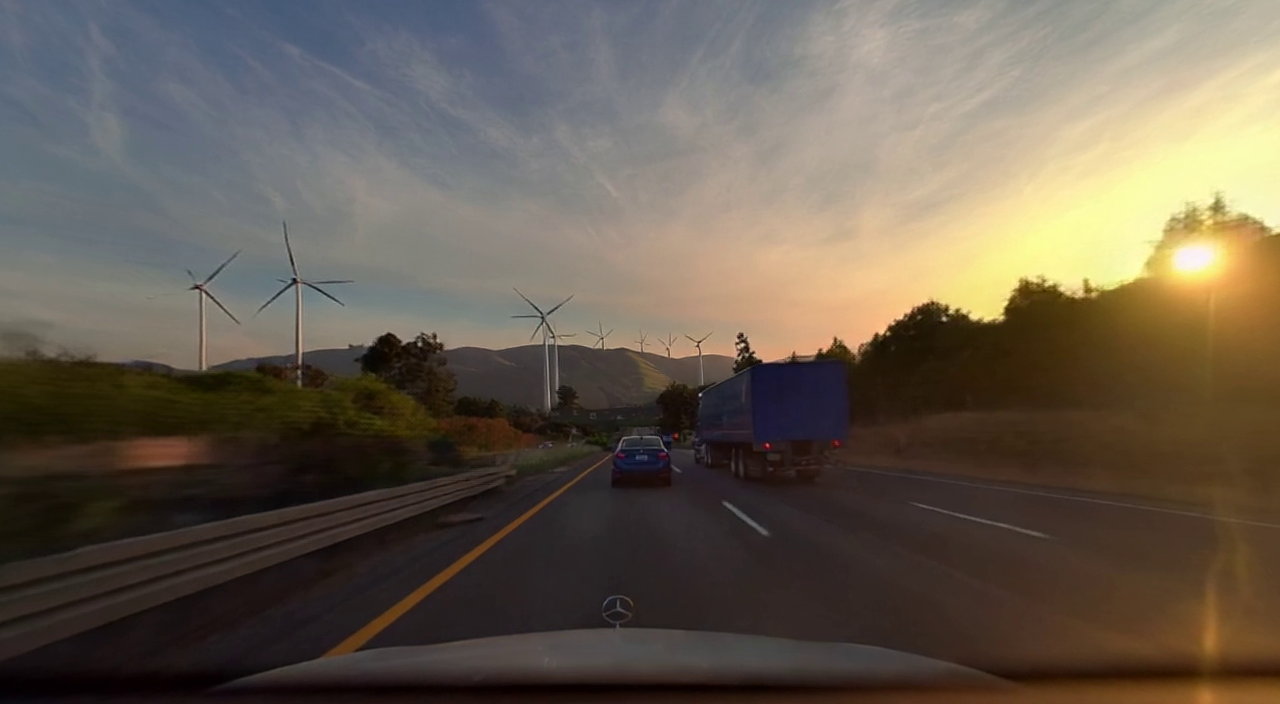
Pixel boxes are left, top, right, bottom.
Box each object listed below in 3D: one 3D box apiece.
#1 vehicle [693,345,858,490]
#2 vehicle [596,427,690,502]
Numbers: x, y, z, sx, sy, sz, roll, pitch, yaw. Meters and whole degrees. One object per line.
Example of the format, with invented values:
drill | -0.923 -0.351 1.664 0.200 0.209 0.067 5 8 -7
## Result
vehicle | 4.453 2.811 25.344 3.129 4.126 14.913 0 -8 -1
vehicle | 0.042 2.733 15.844 2.038 1.624 4.312 0 -8 -1
